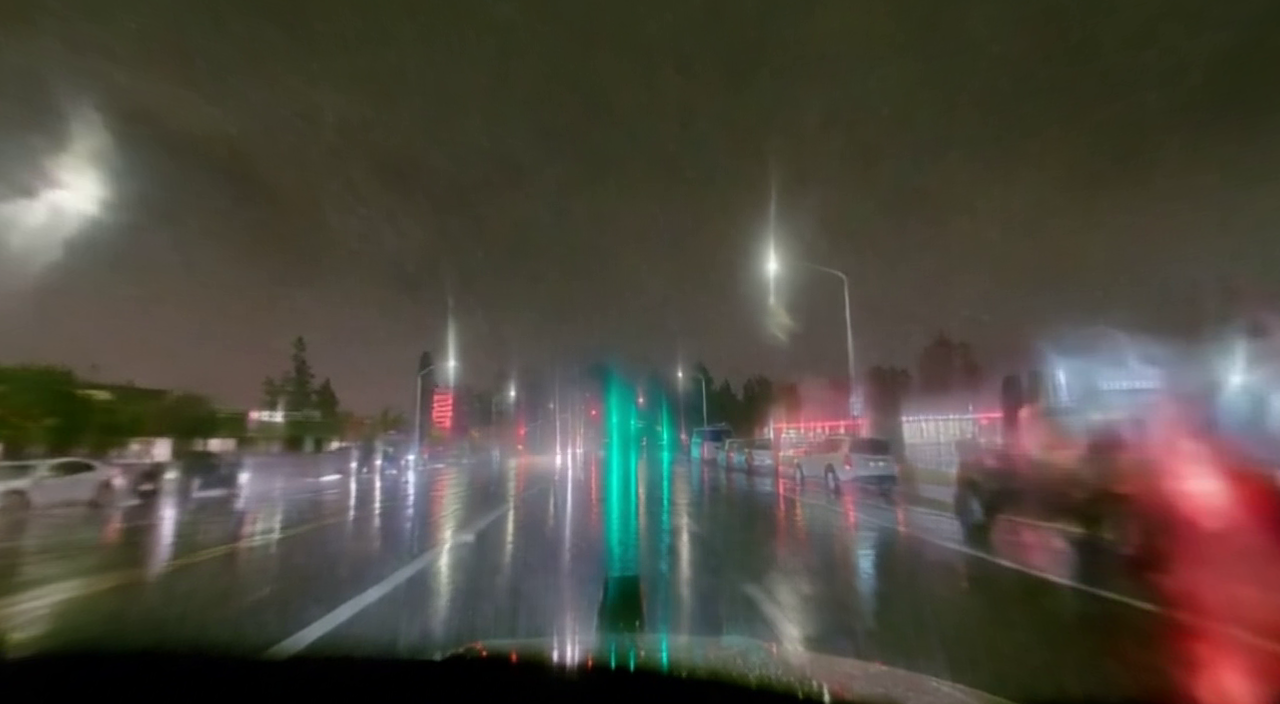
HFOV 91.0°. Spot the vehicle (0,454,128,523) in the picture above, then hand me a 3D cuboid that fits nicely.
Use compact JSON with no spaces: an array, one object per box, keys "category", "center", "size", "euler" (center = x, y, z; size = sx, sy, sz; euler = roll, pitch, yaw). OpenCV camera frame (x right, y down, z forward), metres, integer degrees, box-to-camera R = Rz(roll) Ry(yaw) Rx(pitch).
[{"category":"vehicle","center":[-15.442,3.306,15.547],"size":[1.880,1.488,4.483],"euler":[0,-8,-2]}]

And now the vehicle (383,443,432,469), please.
[{"category":"vehicle","center":[-16.568,7.395,45.024],"size":[1.928,1.718,4.279],"euler":[0,-8,-1]}]

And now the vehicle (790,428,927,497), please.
[{"category":"vehicle","center":[6.677,3.459,20.150],"size":[2.092,1.887,5.632],"euler":[0,-9,-3]}]

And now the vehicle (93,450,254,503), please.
[{"category":"vehicle","center":[-15.534,4.128,21.389],"size":[1.897,1.517,4.802],"euler":[0,-9,-2]}]

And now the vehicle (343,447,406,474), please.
[{"category":"vehicle","center":[-16.313,6.662,38.893],"size":[2.036,1.478,4.615],"euler":[0,-8,-2]}]

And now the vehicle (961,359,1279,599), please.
[{"category":"vehicle","center":[7.189,1.618,8.514],"size":[2.327,2.296,5.692],"euler":[1,-9,-4]}]

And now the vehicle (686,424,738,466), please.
[{"category":"vehicle","center":[5.374,7.072,48.133],"size":[2.739,2.866,6.142],"euler":[-1,-7,-5]}]
